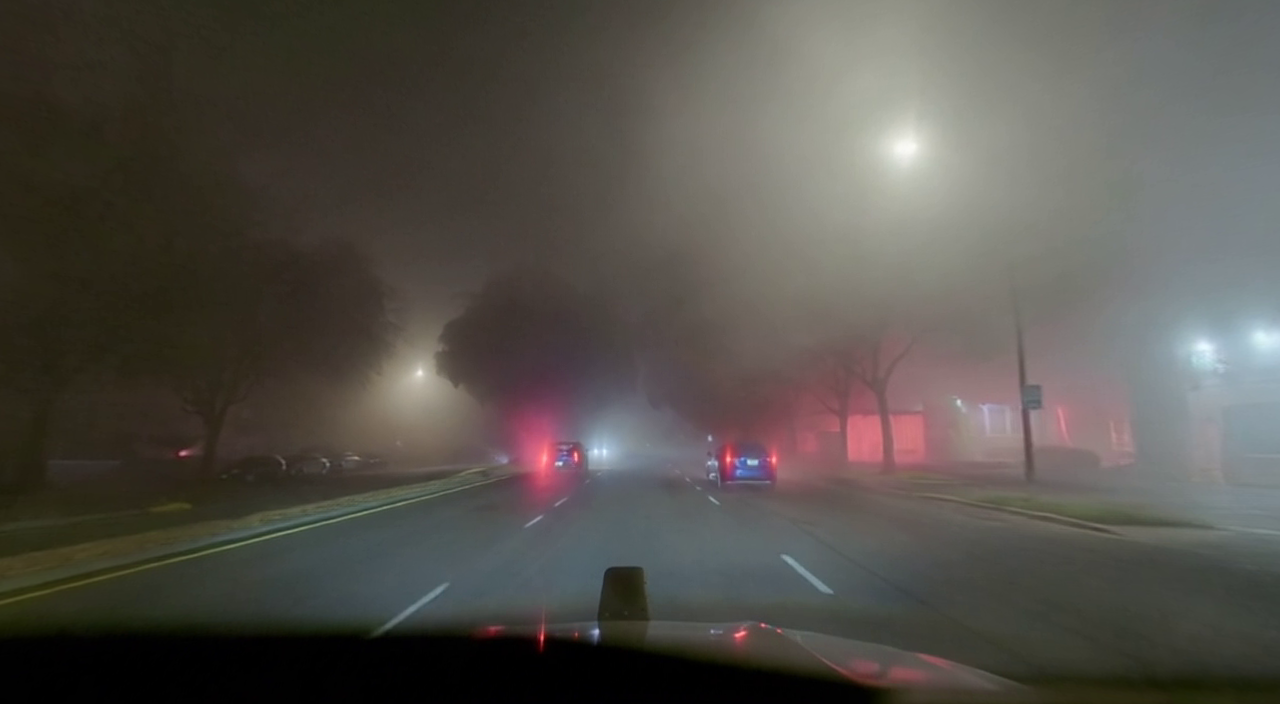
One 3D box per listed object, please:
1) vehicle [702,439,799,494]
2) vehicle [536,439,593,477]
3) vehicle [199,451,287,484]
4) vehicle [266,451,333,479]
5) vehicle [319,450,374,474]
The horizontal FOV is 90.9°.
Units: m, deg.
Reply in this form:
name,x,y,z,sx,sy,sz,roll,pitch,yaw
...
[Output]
name,x,y,z,sx,sy,sz,roll,pitch,yaw
vehicle,3.173,3.391,19.103,2.083,1.474,4.360,0,-8,-1
vehicle,-3.409,4.888,29.332,2.113,1.626,4.129,0,-8,1
vehicle,-22.511,6.549,35.958,1.918,1.698,4.581,0,-8,1
vehicle,-22.372,7.424,41.622,1.794,1.664,4.582,0,-8,1
vehicle,-22.266,8.360,48.003,1.887,1.669,4.753,0,-8,1
